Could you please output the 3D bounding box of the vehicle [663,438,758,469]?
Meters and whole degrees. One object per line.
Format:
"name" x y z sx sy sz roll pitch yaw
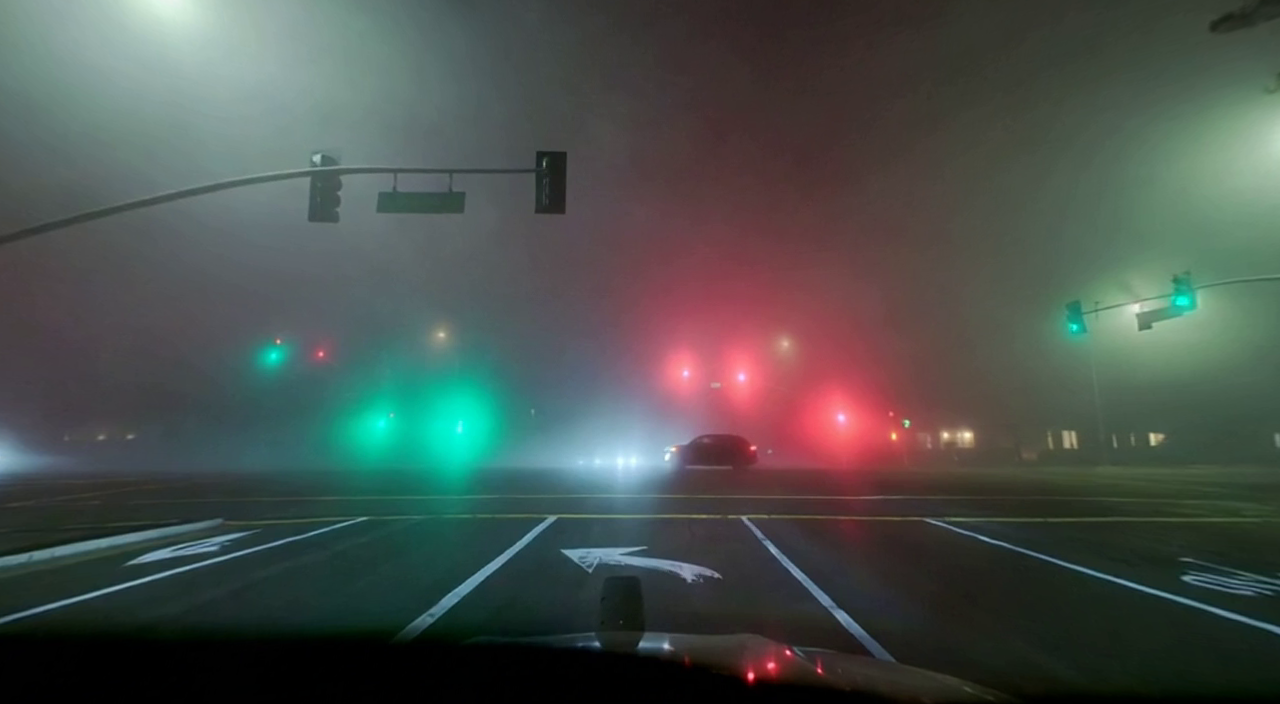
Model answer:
"vehicle" 3.469 5.097 31.726 4.560 1.463 1.858 -1 -9 2

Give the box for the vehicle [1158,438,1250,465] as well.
"vehicle" 39.099 6.930 43.955 1.915 1.773 4.499 1 -9 -7

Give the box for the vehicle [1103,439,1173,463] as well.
"vehicle" 38.483 7.652 48.991 1.853 1.723 4.460 0 -9 2
